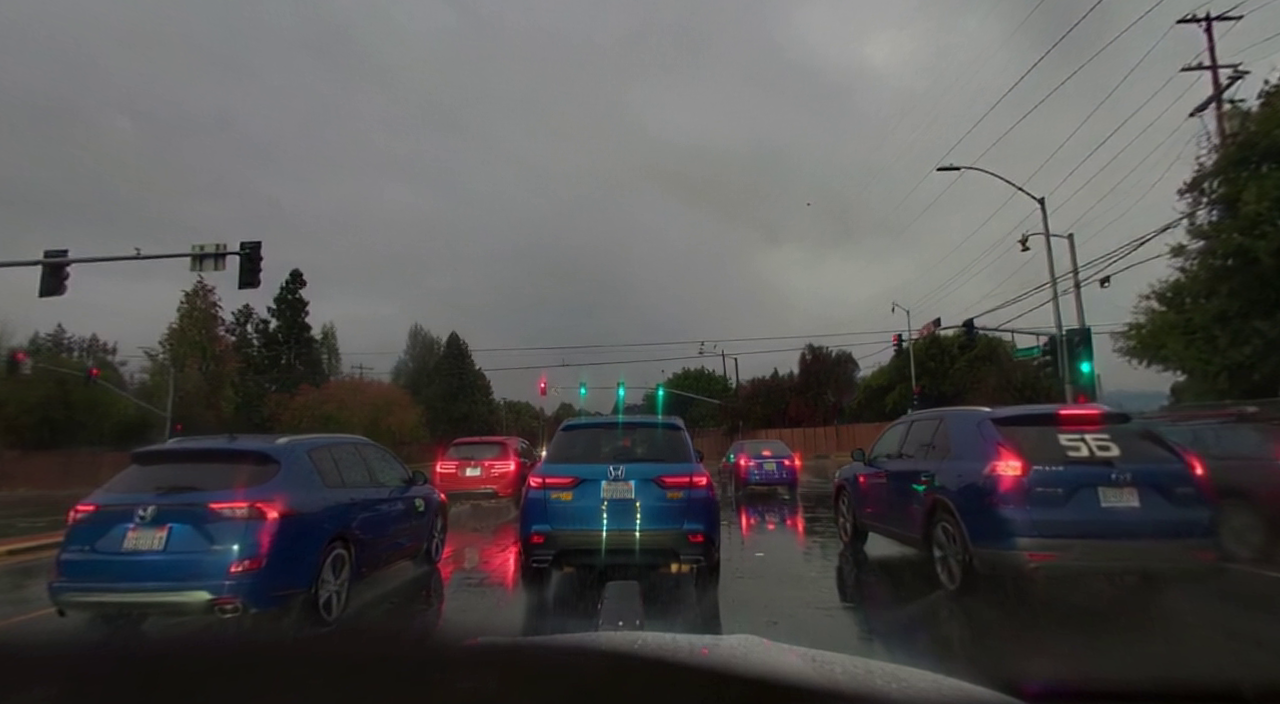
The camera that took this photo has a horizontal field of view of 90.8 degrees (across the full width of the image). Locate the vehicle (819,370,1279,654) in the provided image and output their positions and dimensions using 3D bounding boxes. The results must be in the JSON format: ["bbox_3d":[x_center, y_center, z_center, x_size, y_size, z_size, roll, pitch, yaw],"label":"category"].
[{"bbox_3d":[3.517,1.350,6.366,1.999,1.789,4.583,0,-9,-1],"label":"vehicle"}]

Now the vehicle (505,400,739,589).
[{"bbox_3d":[-0.134,1.605,7.862,2.111,1.712,4.078,0,-9,1],"label":"vehicle"}]

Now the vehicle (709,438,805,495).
[{"bbox_3d":[3.347,3.364,18.963,1.949,1.479,4.489,0,-9,-1],"label":"vehicle"}]

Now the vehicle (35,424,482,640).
[{"bbox_3d":[-3.190,1.577,6.645,1.881,1.466,4.484,0,-9,0],"label":"vehicle"}]
